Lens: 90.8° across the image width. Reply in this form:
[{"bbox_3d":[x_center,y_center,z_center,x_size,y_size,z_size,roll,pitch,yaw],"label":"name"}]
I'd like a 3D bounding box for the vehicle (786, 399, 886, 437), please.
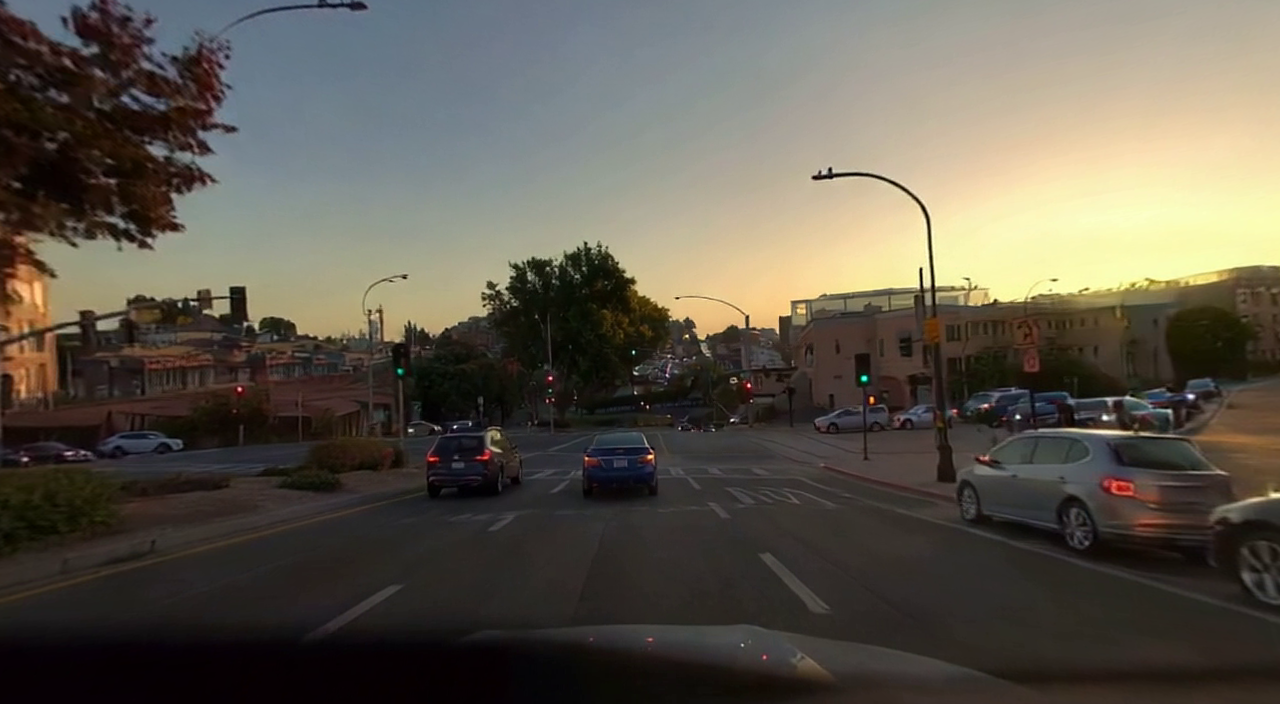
[{"bbox_3d":[13.853,4.714,44.661,6.541,2.480,2.259,3,-9,-19],"label":"vehicle"}]

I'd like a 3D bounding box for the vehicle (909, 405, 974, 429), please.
[{"bbox_3d":[21.442,4.652,44.817,5.017,1.542,2.055,6,-11,-38],"label":"vehicle"}]

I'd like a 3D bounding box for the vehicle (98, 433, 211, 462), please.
[{"bbox_3d":[-25.533,5.033,33.319,4.453,1.471,1.921,-1,-8,4],"label":"vehicle"}]

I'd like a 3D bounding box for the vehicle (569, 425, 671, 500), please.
[{"bbox_3d":[-0.422,2.563,14.958,2.082,1.520,3.896,0,-8,0],"label":"vehicle"}]

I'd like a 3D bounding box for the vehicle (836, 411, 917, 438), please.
[{"bbox_3d":[15.259,4.698,40.781,4.775,1.604,1.915,3,-9,-20],"label":"vehicle"}]

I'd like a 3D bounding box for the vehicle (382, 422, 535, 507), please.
[{"bbox_3d":[-3.692,2.390,13.811,1.934,1.522,4.464,0,-8,1],"label":"vehicle"}]

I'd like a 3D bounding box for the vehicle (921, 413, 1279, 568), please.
[{"bbox_3d":[6.237,1.882,9.381,1.904,1.705,4.510,0,-8,-2],"label":"vehicle"}]
